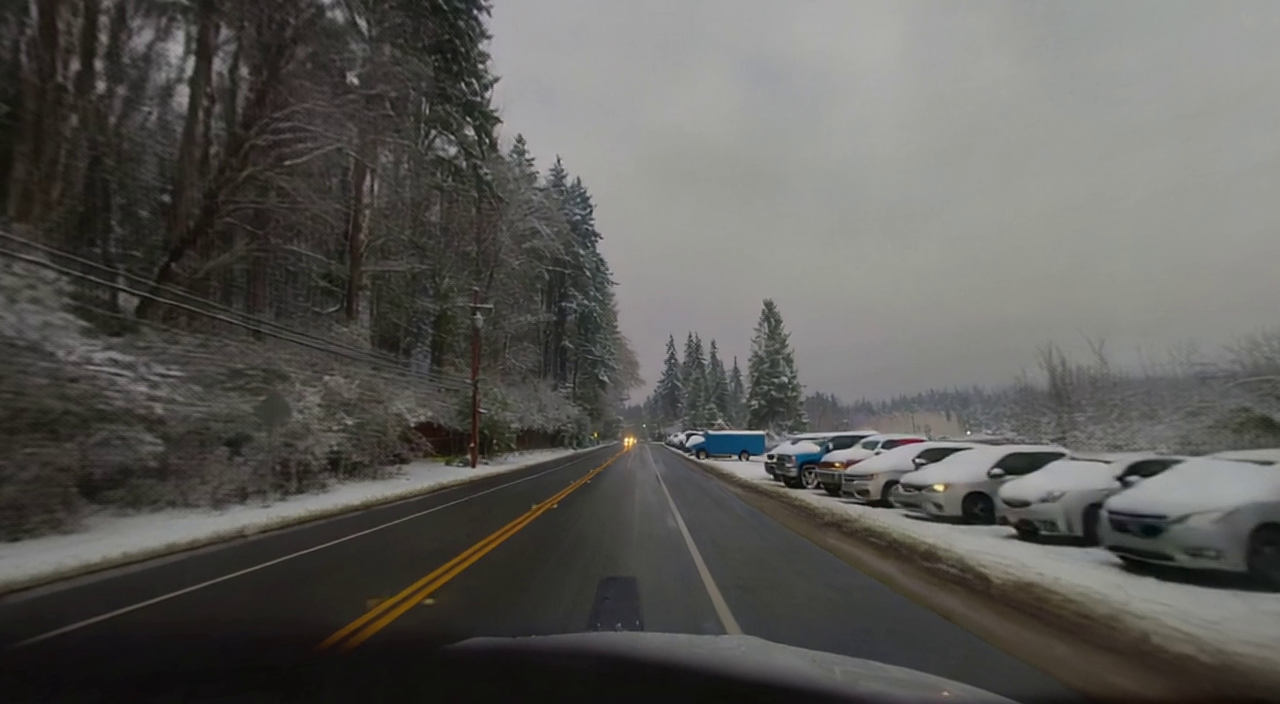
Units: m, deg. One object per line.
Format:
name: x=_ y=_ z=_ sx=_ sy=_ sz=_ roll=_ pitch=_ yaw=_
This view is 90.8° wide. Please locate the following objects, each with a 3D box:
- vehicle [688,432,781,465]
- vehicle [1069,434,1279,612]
vehicle: x=6.252 y=6.484 z=42.567 sx=5.797 sy=2.070 sz=2.502 roll=0 pitch=-8 yaw=-1
vehicle: x=7.318 y=1.654 z=6.720 sx=3.989 sy=1.522 sz=2.104 roll=0 pitch=-8 yaw=-3
